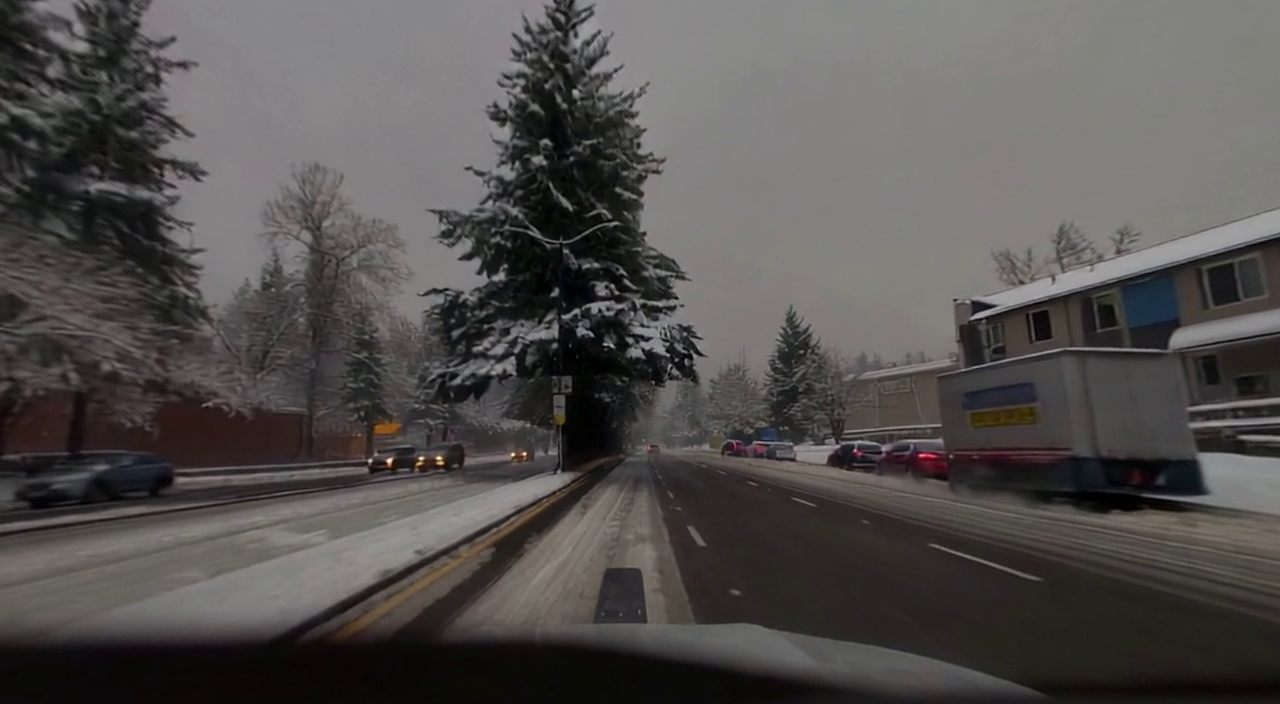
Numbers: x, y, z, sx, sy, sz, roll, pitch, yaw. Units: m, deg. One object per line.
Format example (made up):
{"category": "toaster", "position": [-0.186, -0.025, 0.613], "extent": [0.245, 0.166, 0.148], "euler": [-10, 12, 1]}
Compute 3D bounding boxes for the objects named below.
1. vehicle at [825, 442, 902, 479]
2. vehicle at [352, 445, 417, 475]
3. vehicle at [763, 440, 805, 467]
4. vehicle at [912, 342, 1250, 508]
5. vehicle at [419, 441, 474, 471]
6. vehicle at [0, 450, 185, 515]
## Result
{"category": "vehicle", "position": [10.226, 4.989, 29.305], "extent": [1.808, 1.551, 4.450], "euler": [0, -8, -2]}
{"category": "vehicle", "position": [-15.251, 6.427, 38.001], "extent": [1.958, 1.687, 4.621], "euler": [0, -8, 0]}
{"category": "vehicle", "position": [10.152, 7.165, 44.883], "extent": [1.960, 1.817, 4.463], "euler": [0, -8, 1]}
{"category": "vehicle", "position": [9.680, 1.881, 15.427], "extent": [2.670, 3.016, 7.732], "euler": [0, -8, 1]}
{"category": "vehicle", "position": [-11.671, 6.308, 38.438], "extent": [1.950, 1.699, 4.347], "euler": [0, -8, 0]}
{"category": "vehicle", "position": [-15.314, 3.481, 17.473], "extent": [2.011, 1.496, 4.650], "euler": [0, -8, 0]}
